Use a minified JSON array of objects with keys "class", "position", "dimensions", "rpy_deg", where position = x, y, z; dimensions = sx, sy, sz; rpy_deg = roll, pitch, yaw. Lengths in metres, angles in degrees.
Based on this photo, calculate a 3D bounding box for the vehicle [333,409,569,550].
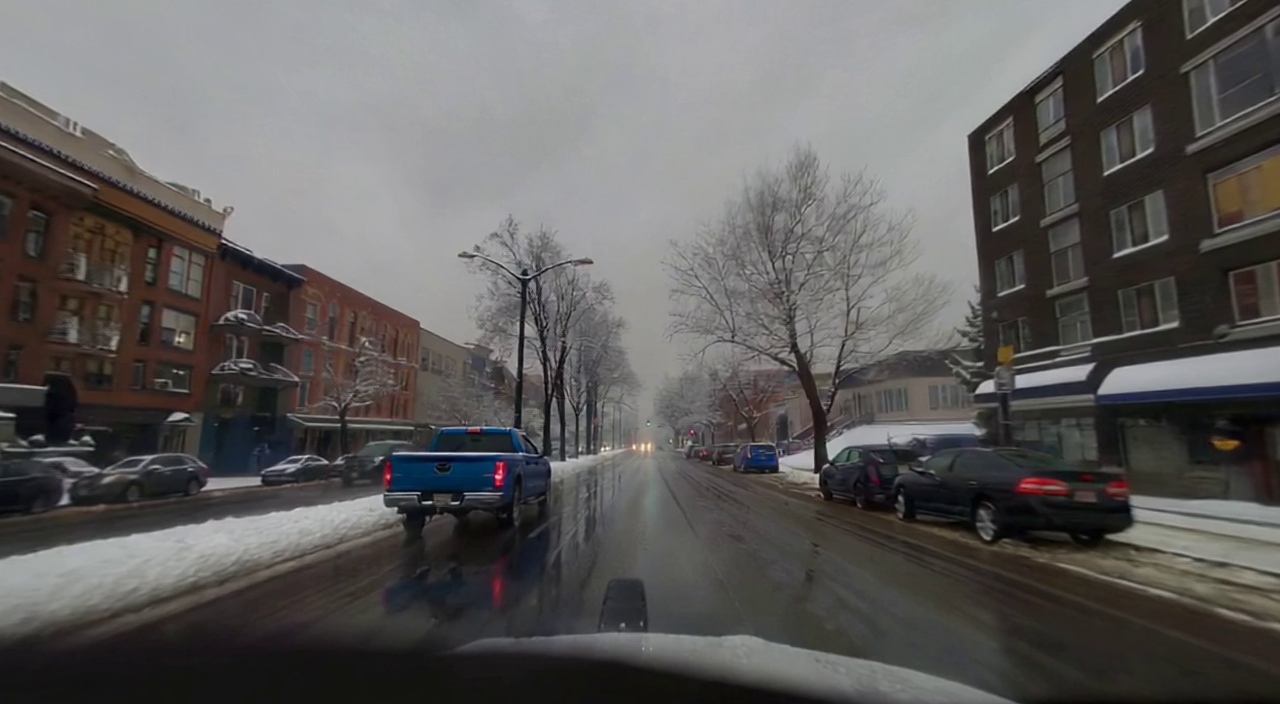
[{"class":"vehicle","position":[-2.729,2.037,10.800],"dimensions":[2.197,1.786,5.365],"rpy_deg":[-1,-9,2]}]

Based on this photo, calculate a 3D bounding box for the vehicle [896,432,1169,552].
[{"class":"vehicle","position":[6.027,2.160,10.409],"dimensions":[1.871,1.559,4.015],"rpy_deg":[0,-9,-1]}]

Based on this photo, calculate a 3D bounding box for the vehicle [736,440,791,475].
[{"class":"vehicle","position":[6.287,5.430,32.686],"dimensions":[1.928,1.679,4.716],"rpy_deg":[0,-9,1]}]

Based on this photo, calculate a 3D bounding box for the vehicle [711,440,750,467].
[{"class":"vehicle","position":[6.265,7.105,44.187],"dimensions":[2.018,1.743,4.529],"rpy_deg":[0,-9,-1]}]

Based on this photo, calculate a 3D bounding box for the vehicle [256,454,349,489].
[{"class":"vehicle","position":[-16.022,5.673,30.267],"dimensions":[1.920,1.467,4.685],"rpy_deg":[0,-9,0]}]
